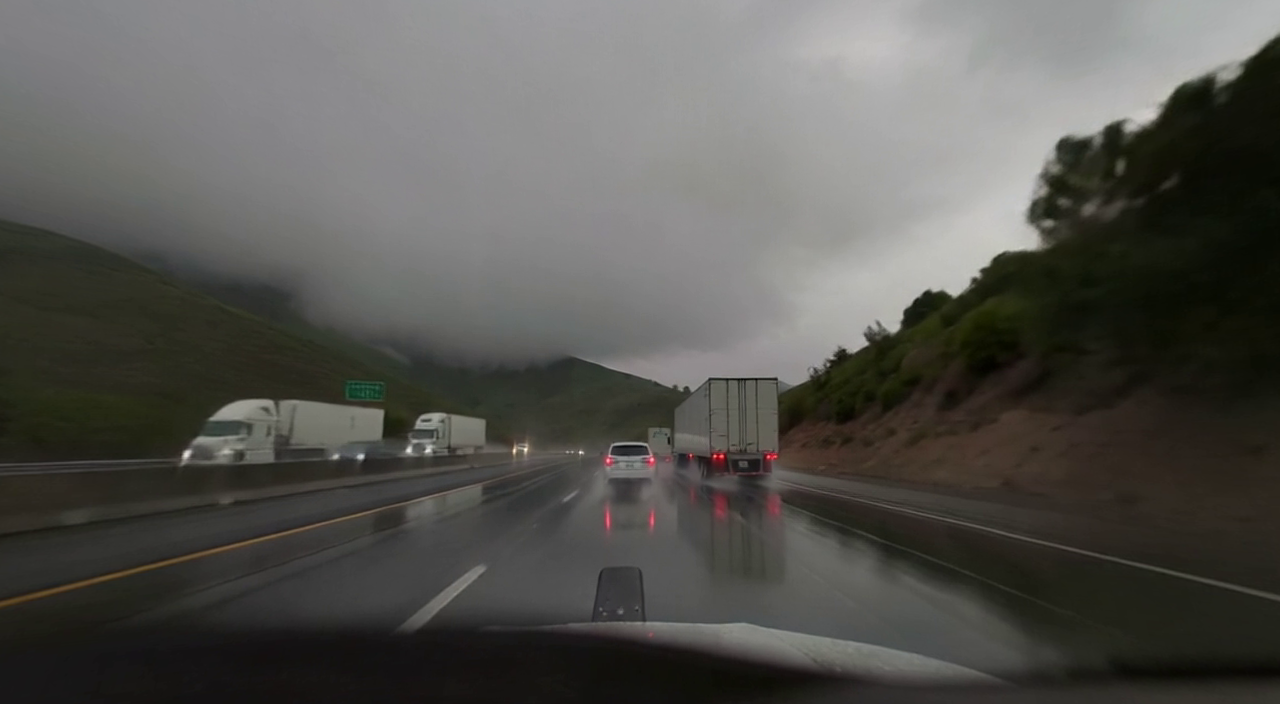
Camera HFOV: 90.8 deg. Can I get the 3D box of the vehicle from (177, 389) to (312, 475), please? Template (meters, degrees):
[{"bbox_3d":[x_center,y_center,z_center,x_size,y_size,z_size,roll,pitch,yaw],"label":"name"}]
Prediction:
[{"bbox_3d":[-19.879,4.155,32.258,2.977,3.953,5.858,0,-9,-1],"label":"vehicle"}]

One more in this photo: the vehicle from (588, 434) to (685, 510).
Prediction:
[{"bbox_3d":[-0.104,2.928,15.737,2.109,1.639,3.768,0,-9,-1],"label":"vehicle"}]

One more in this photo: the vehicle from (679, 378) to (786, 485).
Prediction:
[{"bbox_3d":[3.933,4.073,30.983,2.812,4.024,14.098,0,-9,-1],"label":"vehicle"}]

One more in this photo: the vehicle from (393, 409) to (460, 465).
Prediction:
[{"bbox_3d":[-15.820,6.419,47.281,2.985,3.964,5.868,0,-9,-1],"label":"vehicle"}]
